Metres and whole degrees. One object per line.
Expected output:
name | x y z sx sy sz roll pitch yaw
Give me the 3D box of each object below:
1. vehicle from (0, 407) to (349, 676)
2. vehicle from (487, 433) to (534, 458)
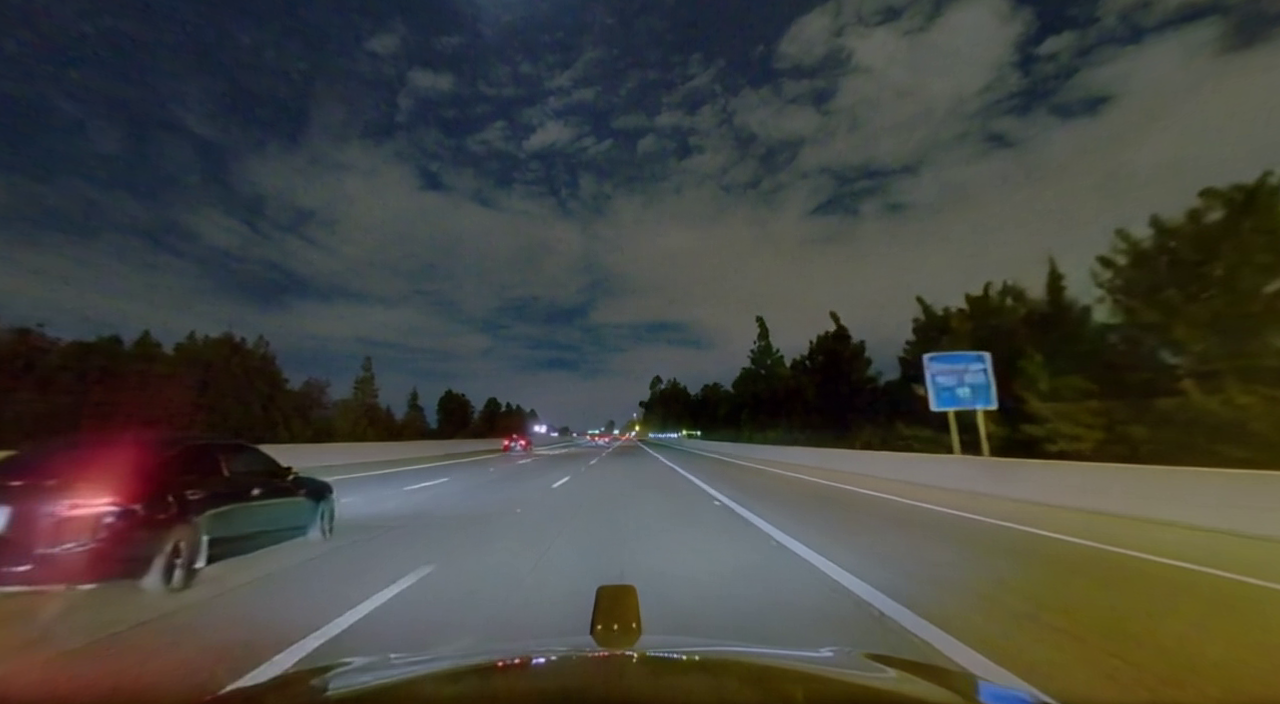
vehicle | -4.342 1.308 5.430 1.912 1.495 3.703 0 -8 -1
vehicle | -8.692 6.333 42.829 2.092 1.574 5.251 0 -8 0
